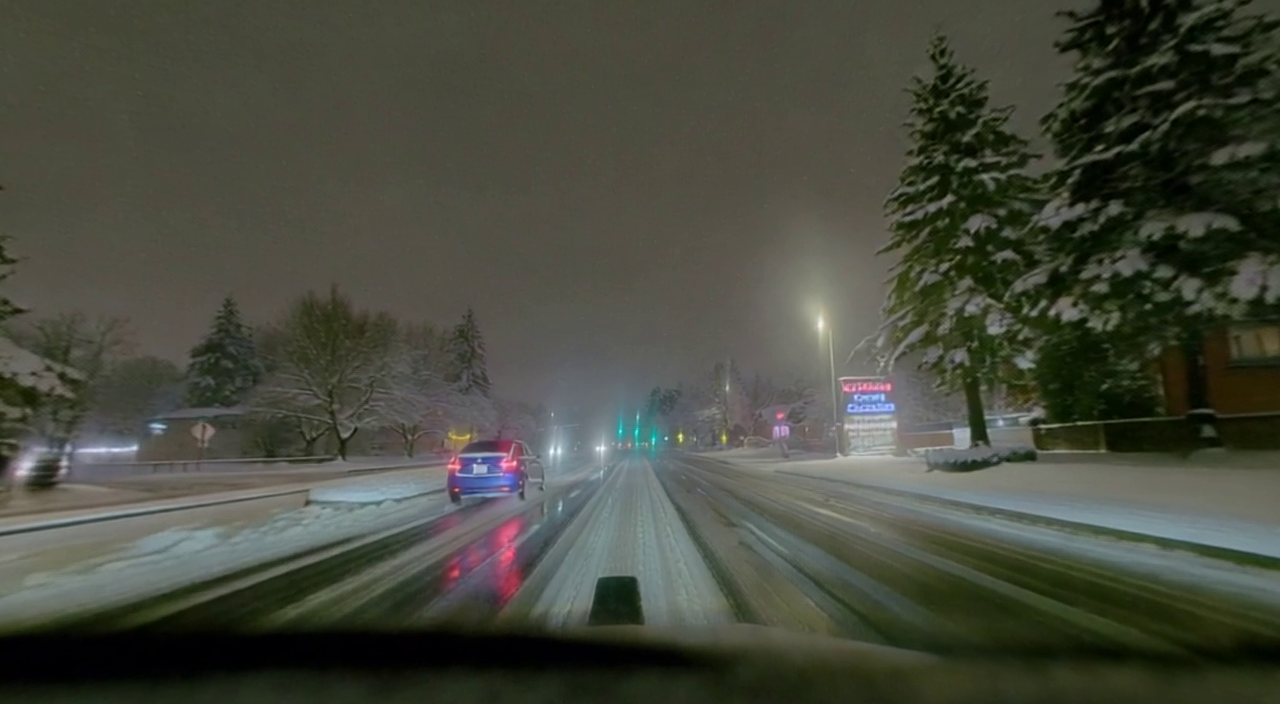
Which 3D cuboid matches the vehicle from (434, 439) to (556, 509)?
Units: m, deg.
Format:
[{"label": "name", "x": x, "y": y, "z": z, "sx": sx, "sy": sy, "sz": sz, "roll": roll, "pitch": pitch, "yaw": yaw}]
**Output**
[{"label": "vehicle", "x": -3.414, "y": 2.940, "z": 15.753, "sx": 2.005, "sy": 1.477, "sz": 4.169, "roll": -1, "pitch": -8, "yaw": 0}]
